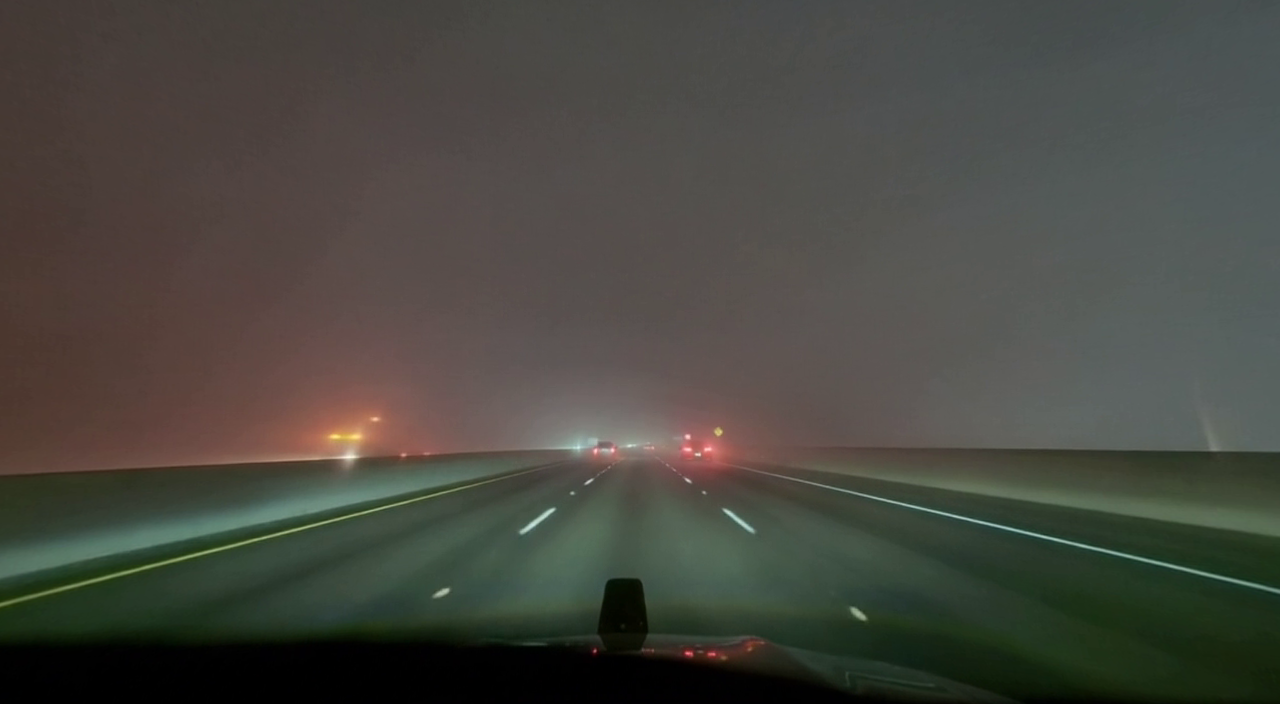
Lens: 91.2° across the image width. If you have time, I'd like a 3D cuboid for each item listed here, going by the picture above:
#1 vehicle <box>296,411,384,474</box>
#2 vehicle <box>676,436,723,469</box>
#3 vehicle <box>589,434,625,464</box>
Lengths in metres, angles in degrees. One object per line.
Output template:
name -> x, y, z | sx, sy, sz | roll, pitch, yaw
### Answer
vehicle -> -20.948, 6.414, 44.279 | 3.001, 4.075, 6.135 | 0, -9, 0
vehicle -> 3.242, 5.563, 34.928 | 2.202, 1.682, 4.188 | 0, -8, 0
vehicle -> -2.385, 7.175, 46.556 | 2.291, 2.052, 4.887 | 0, -8, 2
